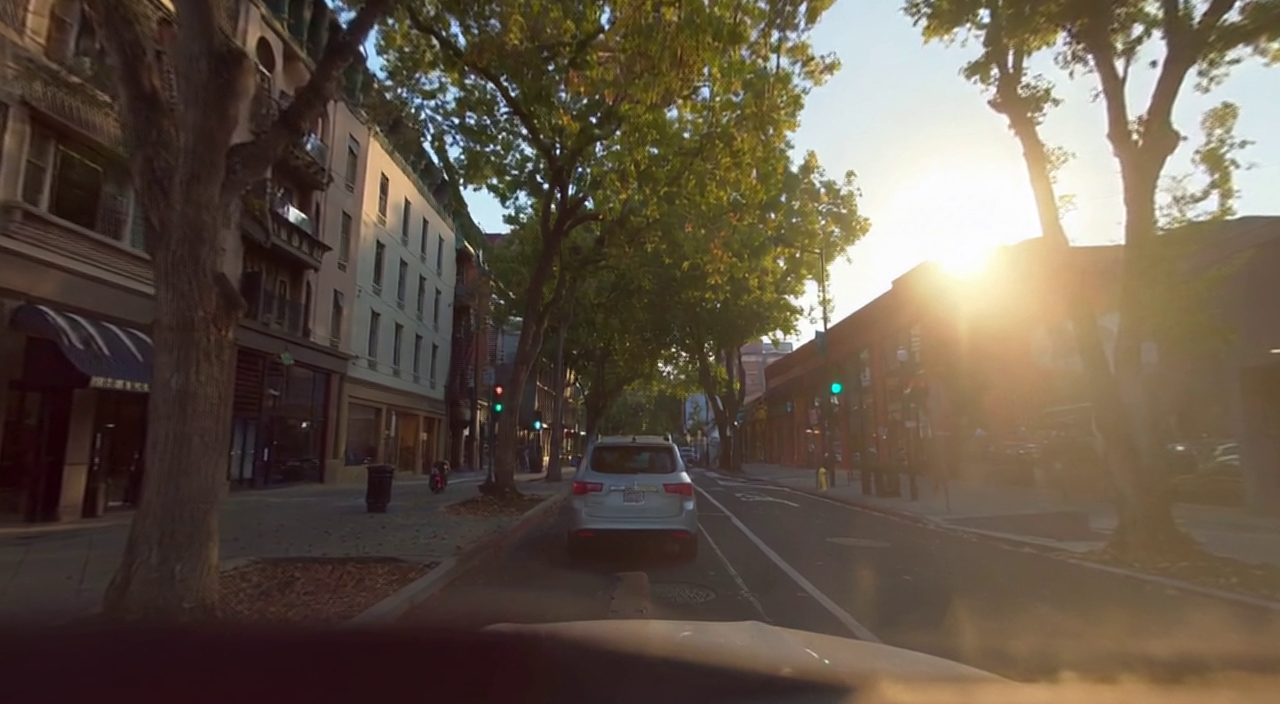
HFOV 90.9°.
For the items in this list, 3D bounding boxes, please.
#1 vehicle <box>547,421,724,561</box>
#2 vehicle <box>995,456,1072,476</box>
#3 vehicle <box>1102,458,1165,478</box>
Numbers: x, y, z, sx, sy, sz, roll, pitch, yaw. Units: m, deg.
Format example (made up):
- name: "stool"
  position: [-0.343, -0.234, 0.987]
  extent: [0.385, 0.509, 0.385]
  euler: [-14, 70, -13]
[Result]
- name: "vehicle"
  position: [-0.084, 1.923, 9.423]
  extent: [2.079, 1.621, 3.861]
  euler: [0, -8, -1]
- name: "vehicle"
  position: [29.824, 8.624, 47.834]
  extent: [4.668, 1.441, 1.904]
  euler: [1, -9, -6]
- name: "vehicle"
  position: [37.346, 8.783, 47.760]
  extent: [3.445, 1.363, 1.608]
  euler: [2, -9, -1]
